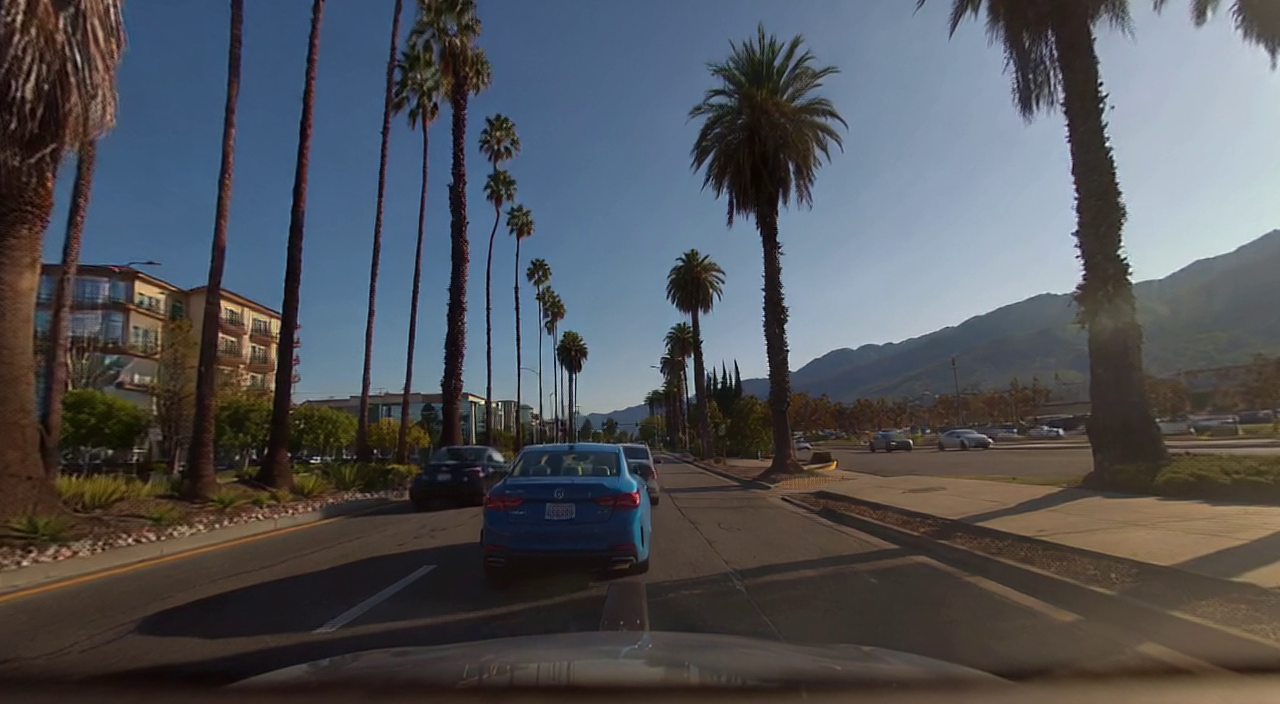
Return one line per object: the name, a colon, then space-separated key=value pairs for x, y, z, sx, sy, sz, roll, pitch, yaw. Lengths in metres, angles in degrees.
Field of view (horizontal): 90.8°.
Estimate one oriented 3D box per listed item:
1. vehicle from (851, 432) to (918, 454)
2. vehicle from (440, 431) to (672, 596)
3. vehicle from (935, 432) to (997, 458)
vehicle: x=19.214 y=7.197 z=49.806 sx=1.925 sy=1.652 sz=4.490 roll=6 pitch=-10 yaw=-34
vehicle: x=-0.824 y=1.737 z=7.680 sx=2.067 sy=1.459 sz=3.886 roll=0 pitch=-8 yaw=-2
vehicle: x=20.665 y=5.904 z=39.948 sx=4.640 sy=1.526 sz=1.961 roll=8 pitch=-12 yaw=-43
